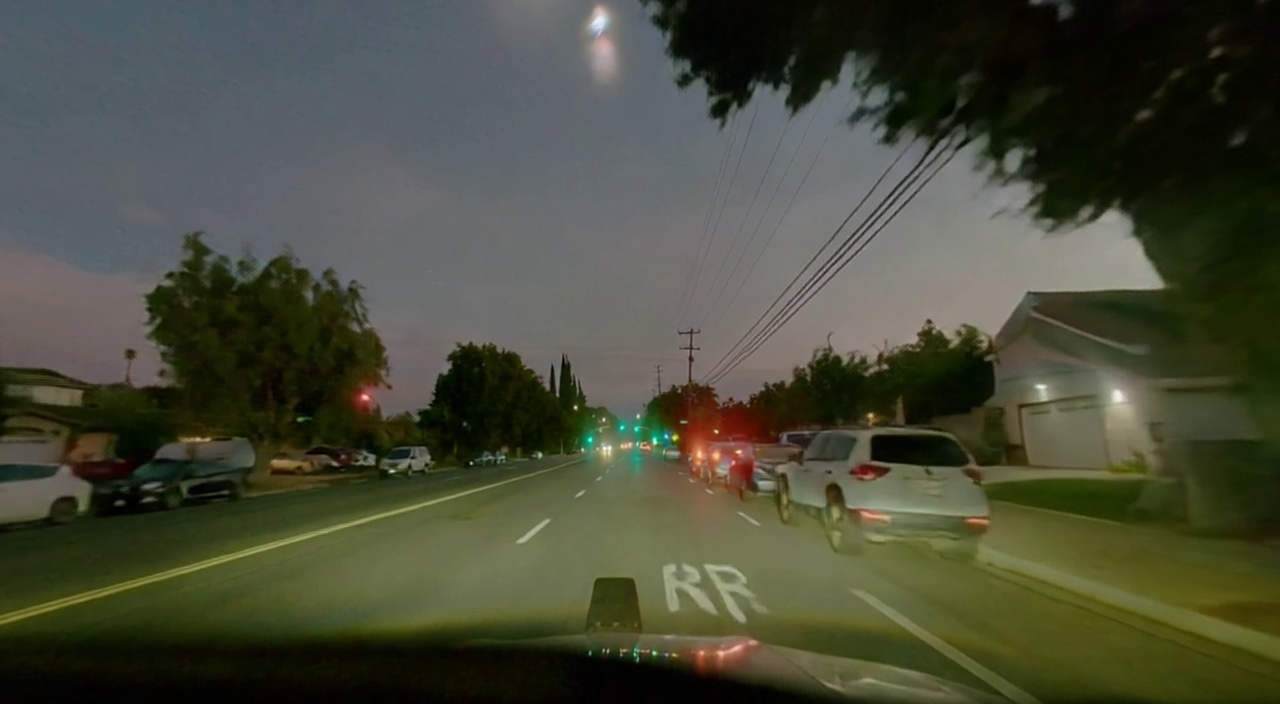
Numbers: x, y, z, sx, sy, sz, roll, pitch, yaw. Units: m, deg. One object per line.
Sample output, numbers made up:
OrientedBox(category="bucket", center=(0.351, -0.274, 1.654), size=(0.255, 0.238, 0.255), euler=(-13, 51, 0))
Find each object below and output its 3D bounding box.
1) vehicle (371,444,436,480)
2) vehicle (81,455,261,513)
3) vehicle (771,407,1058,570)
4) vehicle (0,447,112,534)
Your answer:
OrientedBox(category="vehicle", center=(-13.727, 6.349, 36.982), size=(2.137, 1.852, 4.541), euler=(-2, -8, 0))
OrientedBox(category="vehicle", center=(-13.885, 3.898, 19.157), size=(1.887, 1.490, 4.656), euler=(0, -9, 0))
OrientedBox(category="vehicle", center=(3.445, 1.829, 9.156), size=(2.045, 1.746, 4.564), euler=(0, -9, 0))
OrientedBox(category="vehicle", center=(-13.932, 2.831, 12.890), size=(1.913, 1.745, 4.992), euler=(0, -9, 1))
